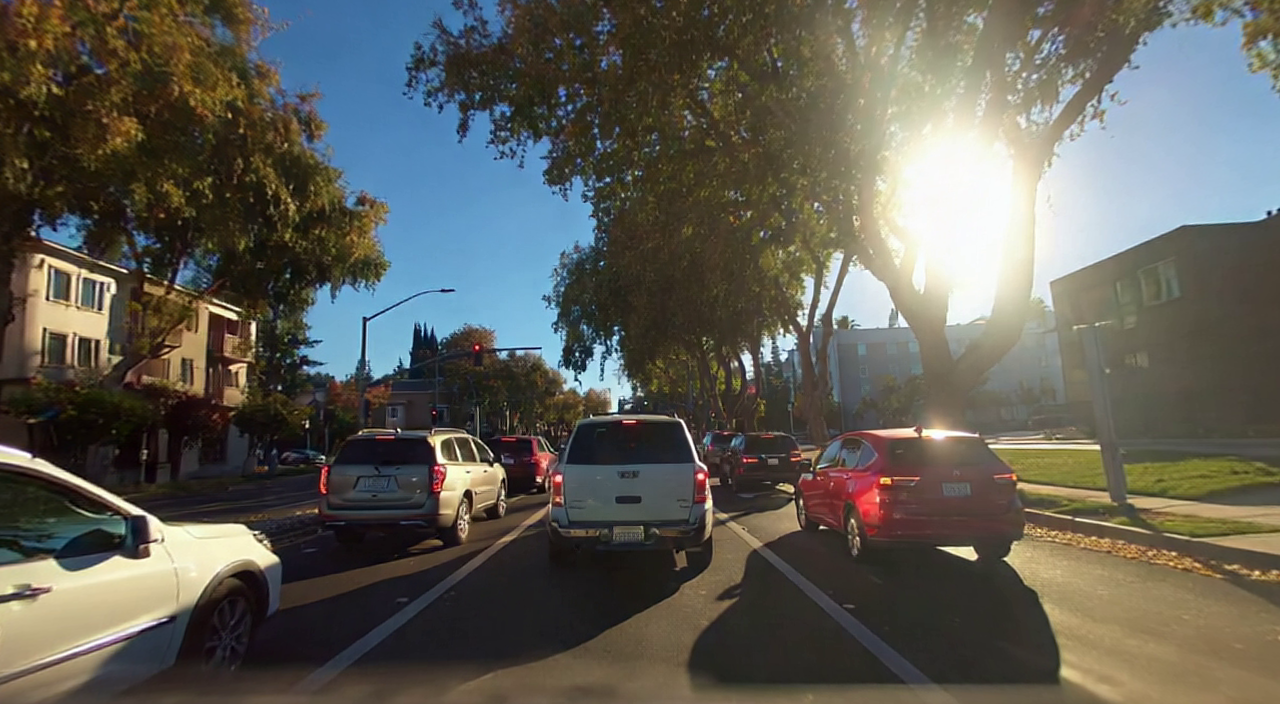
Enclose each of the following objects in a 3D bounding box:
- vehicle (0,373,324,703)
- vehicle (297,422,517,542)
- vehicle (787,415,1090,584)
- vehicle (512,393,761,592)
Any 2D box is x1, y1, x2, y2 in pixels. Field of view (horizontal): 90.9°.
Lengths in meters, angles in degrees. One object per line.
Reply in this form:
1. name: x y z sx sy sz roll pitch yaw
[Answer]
1. vehicle: -3.779 0.996 3.301 1.929 1.641 4.193 0 -8 2
2. vehicle: -3.646 2.112 10.894 2.042 1.641 4.314 0 -8 1
3. vehicle: 3.265 1.670 7.861 1.922 1.579 3.642 0 -8 -1
4. vehicle: -0.003 1.534 7.658 2.193 1.744 4.033 0 -8 1
